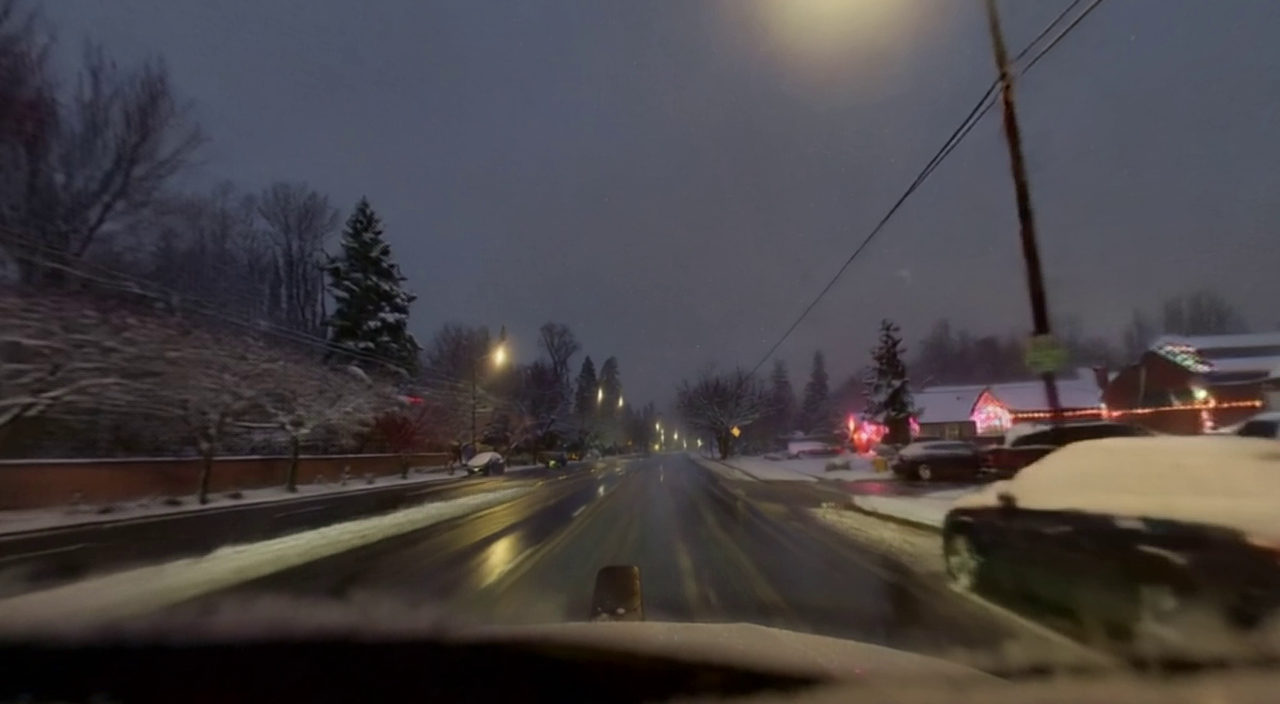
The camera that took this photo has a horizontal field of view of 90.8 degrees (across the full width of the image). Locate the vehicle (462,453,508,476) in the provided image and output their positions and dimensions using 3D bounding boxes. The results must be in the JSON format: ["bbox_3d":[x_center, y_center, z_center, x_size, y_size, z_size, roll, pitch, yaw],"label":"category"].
[{"bbox_3d":[-11.351,8.254,46.543,1.859,1.496,4.390,-5,-9,5],"label":"vehicle"}]

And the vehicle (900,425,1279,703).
[{"bbox_3d":[3.952,1.364,4.675,2.080,1.503,4.821,0,-9,1],"label":"vehicle"}]
